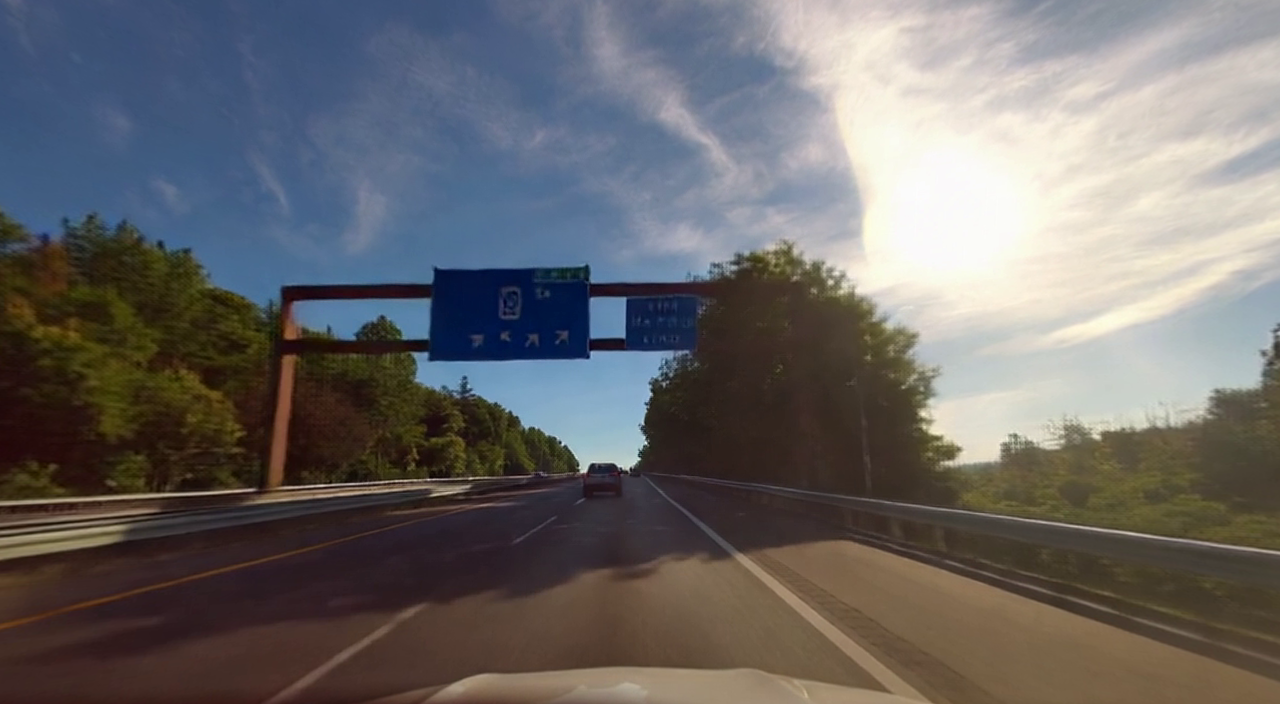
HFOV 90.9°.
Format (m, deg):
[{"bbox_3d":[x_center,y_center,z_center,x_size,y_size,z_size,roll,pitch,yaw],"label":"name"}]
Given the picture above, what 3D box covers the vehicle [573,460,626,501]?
[{"bbox_3d":[-1.753,5.838,28.882,2.107,1.668,4.554,1,-11,0],"label":"vehicle"}]
